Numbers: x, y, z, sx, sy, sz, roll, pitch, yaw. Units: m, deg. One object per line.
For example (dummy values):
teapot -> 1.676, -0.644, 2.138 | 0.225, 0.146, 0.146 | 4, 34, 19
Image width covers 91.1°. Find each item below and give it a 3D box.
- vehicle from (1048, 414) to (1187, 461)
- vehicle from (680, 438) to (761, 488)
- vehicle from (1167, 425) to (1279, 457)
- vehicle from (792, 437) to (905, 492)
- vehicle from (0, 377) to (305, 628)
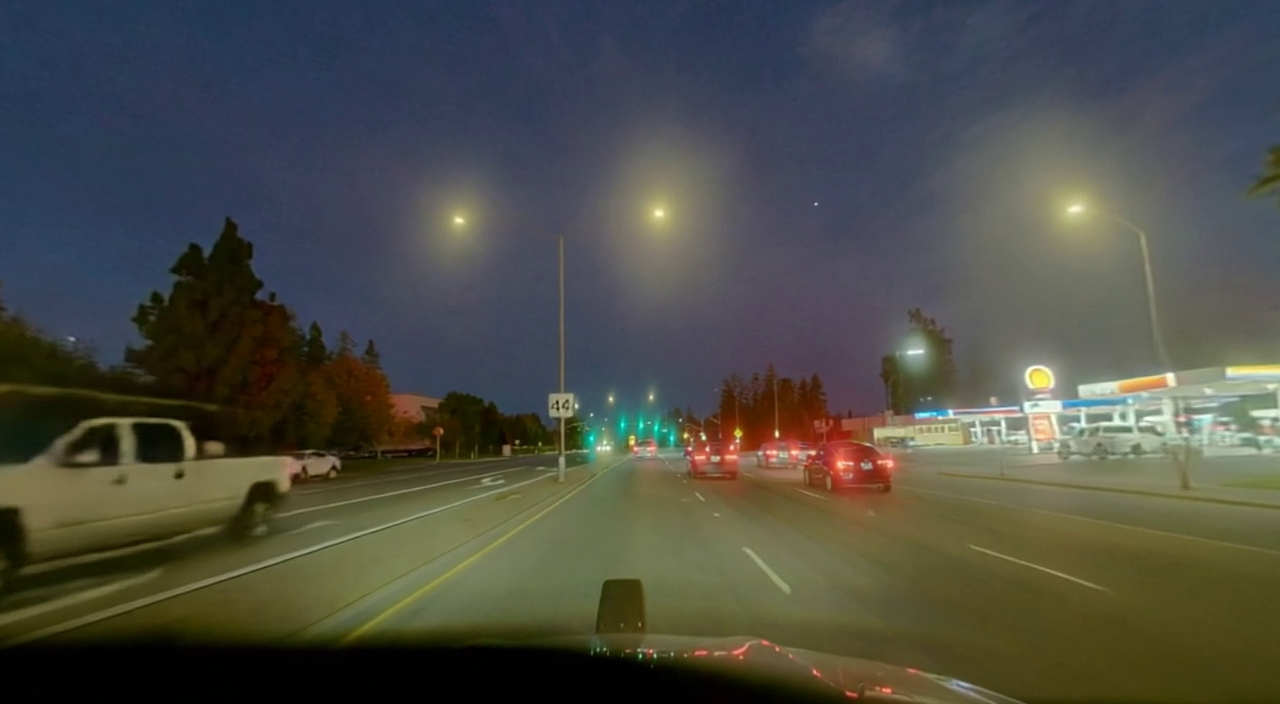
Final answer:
vehicle -> 23.808, 4.344, 31.735 | 2.152, 2.069, 6.067 | -2, -8, -1
vehicle -> 2.535, 3.627, 20.940 | 1.971, 1.479, 4.493 | 0, -8, -2
vehicle -> 29.264, 4.481, 31.617 | 1.933, 1.463, 4.033 | 0, -8, 1
vehicle -> 6.297, 3.421, 19.584 | 1.918, 1.484, 4.456 | 0, -8, -1
vehicle -> -5.553, 1.258, 5.723 | 2.016, 1.770, 5.300 | 0, -8, 1
